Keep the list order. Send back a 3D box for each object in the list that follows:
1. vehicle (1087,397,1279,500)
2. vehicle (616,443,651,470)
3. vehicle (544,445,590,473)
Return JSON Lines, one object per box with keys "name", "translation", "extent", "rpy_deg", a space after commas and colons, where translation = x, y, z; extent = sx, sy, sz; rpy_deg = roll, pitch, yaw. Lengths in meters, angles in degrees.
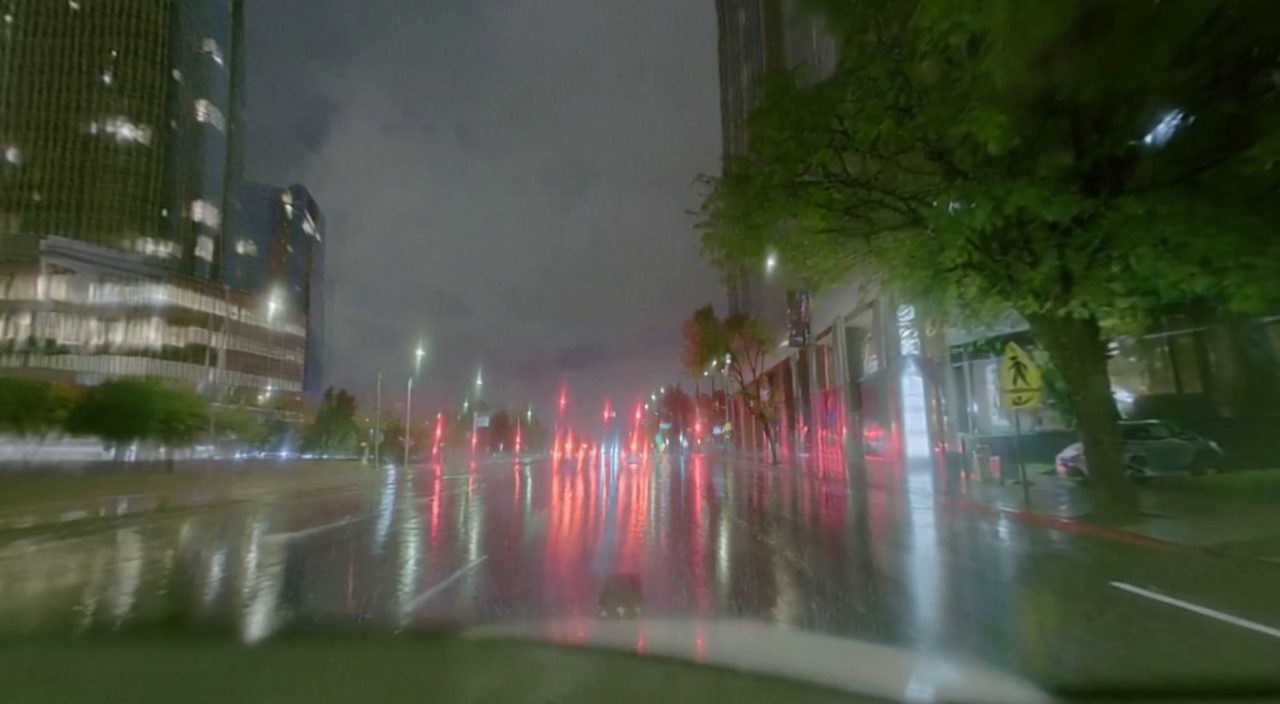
{"name": "vehicle", "translation": [13.467, 2.023, 13.322], "extent": [6.063, 1.949, 2.531], "rpy_deg": [0, -9, 2]}
{"name": "vehicle", "translation": [-0.377, 6.409, 38.971], "extent": [2.042, 1.555, 3.912], "rpy_deg": [0, -9, 0]}
{"name": "vehicle", "translation": [-3.998, 5.937, 35.279], "extent": [2.020, 1.457, 4.496], "rpy_deg": [0, -9, 1]}
